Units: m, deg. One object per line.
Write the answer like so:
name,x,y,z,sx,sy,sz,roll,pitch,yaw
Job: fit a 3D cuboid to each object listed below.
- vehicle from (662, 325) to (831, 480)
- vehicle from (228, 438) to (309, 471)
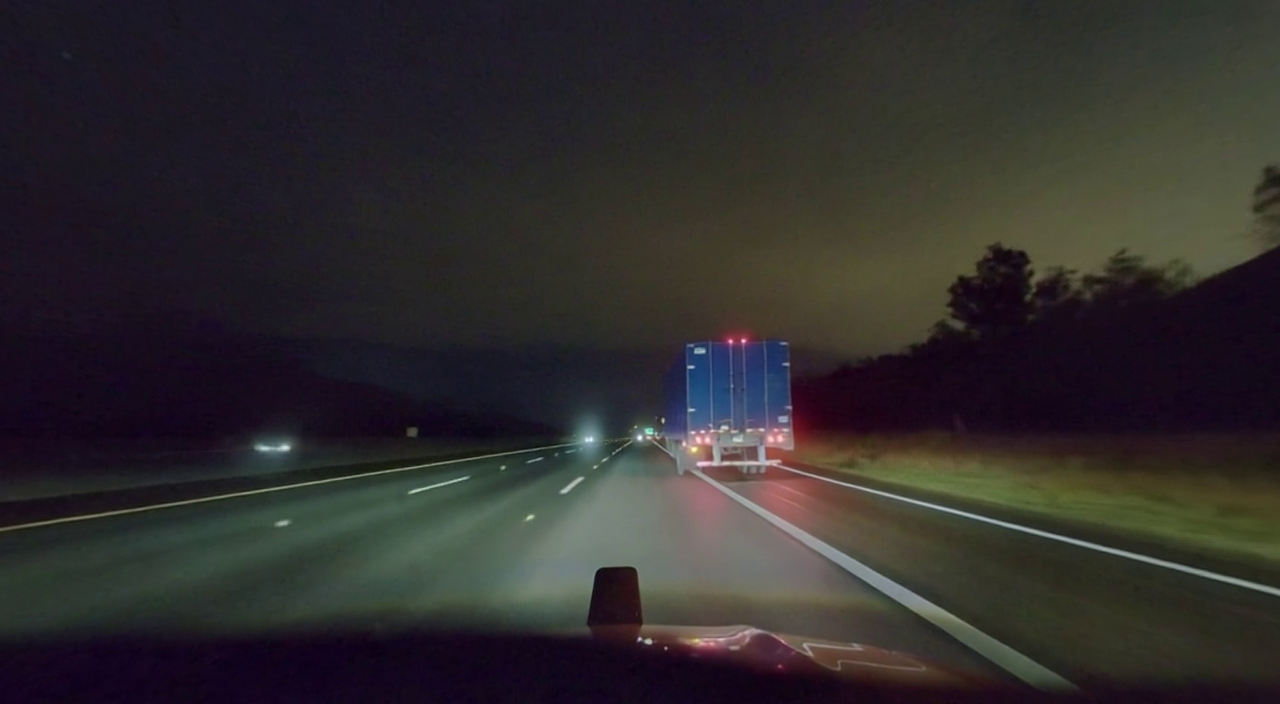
vehicle,2.737,1.987,21.089,3.446,3.698,12.089,0,-8,0
vehicle,-22.373,6.142,38.101,2.037,1.830,4.722,0,-8,0
